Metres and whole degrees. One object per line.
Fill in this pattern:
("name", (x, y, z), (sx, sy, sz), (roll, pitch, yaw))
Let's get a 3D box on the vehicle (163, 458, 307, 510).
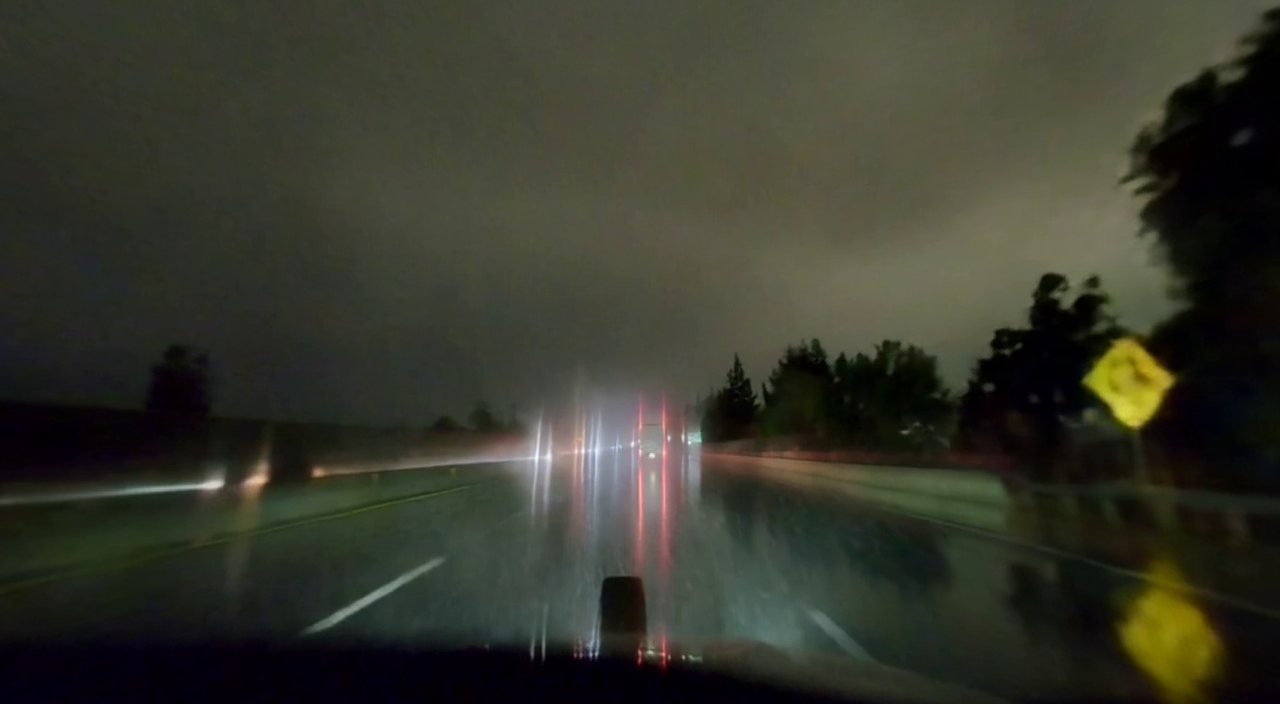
("vehicle", (-13.866, 4.501, 22.008), (1.938, 1.545, 4.630), (0, -9, 0))
